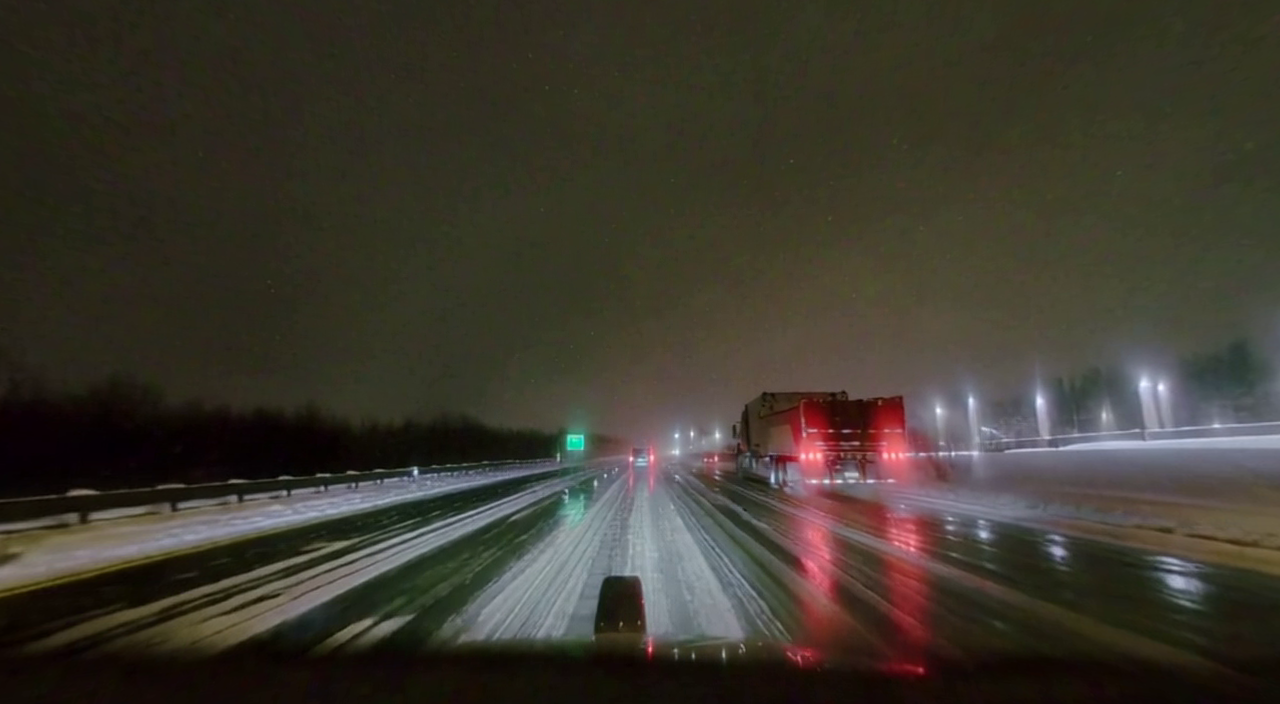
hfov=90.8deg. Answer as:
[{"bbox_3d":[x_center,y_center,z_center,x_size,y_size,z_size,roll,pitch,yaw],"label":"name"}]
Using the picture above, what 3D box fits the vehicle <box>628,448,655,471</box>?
[{"bbox_3d":[0.129,7.053,41.480,1.695,1.437,3.506,0,-9,1],"label":"vehicle"}]
